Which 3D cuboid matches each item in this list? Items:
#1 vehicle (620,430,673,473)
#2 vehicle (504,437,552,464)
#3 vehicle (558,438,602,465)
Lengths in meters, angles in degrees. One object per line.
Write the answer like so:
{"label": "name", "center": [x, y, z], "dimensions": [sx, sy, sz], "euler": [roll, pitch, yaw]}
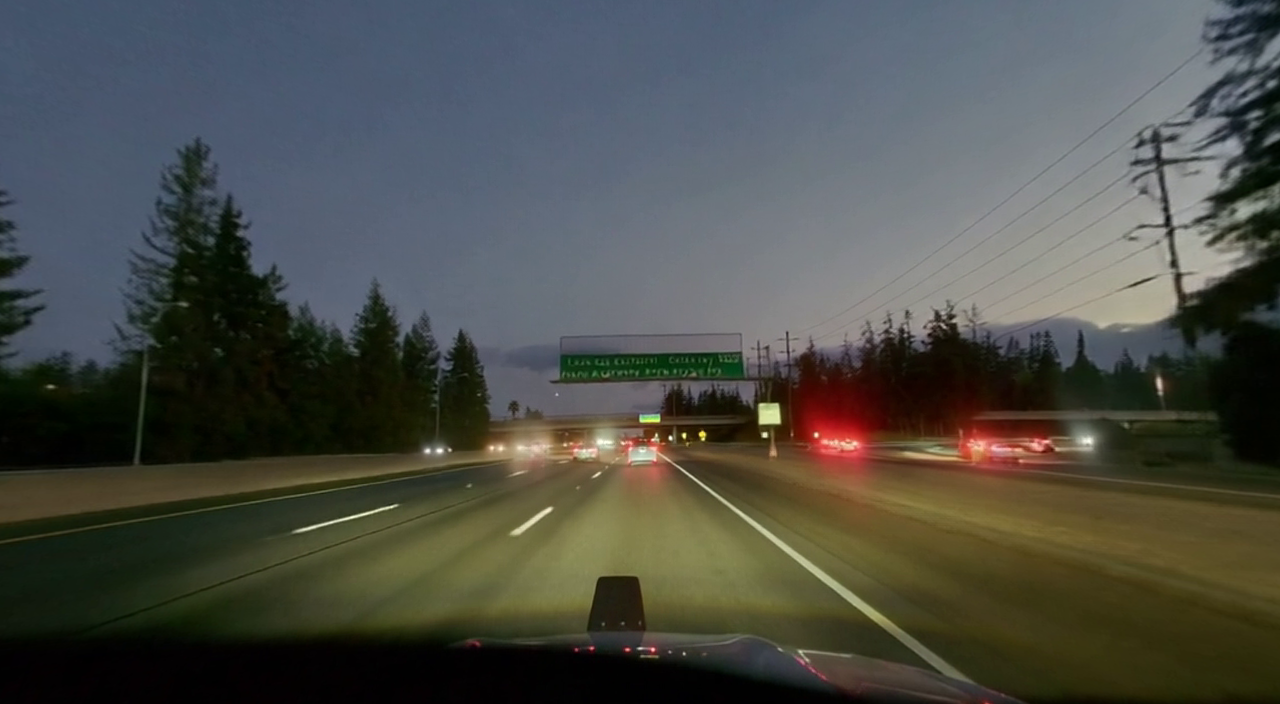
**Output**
{"label": "vehicle", "center": [0.268, 4.347, 27.763], "dimensions": [2.152, 1.697, 4.066], "euler": [0, -8, 0]}
{"label": "vehicle", "center": [-7.249, 6.414, 41.362], "dimensions": [2.139, 1.653, 4.614], "euler": [0, -8, 2]}
{"label": "vehicle", "center": [-3.405, 5.795, 36.880], "dimensions": [2.056, 1.464, 4.564], "euler": [0, -8, 1]}
